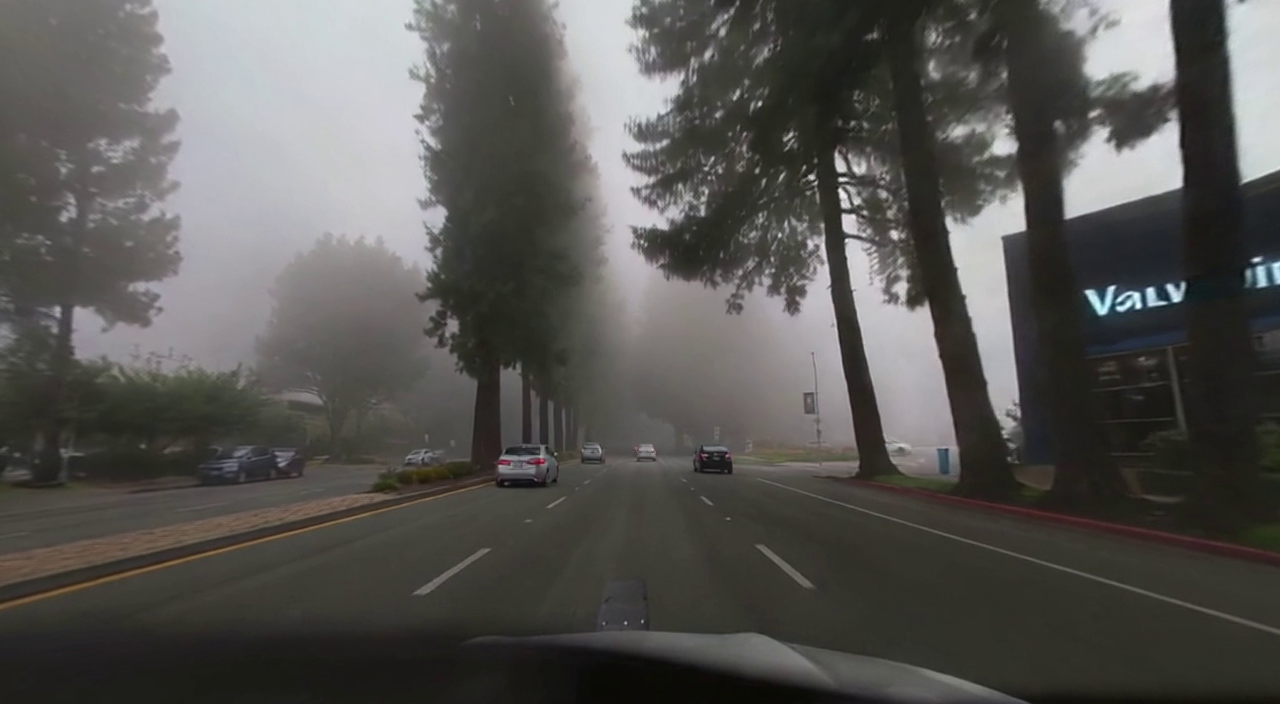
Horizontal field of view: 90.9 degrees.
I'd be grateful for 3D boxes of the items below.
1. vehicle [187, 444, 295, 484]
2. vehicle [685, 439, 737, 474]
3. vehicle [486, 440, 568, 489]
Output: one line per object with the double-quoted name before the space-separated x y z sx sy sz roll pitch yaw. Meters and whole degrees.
"vehicle" -22.802 6.398 36.432 2.235 2.061 5.936 0 -8 2
"vehicle" 3.333 4.980 30.261 1.922 1.579 3.642 0 -8 -2
"vehicle" -3.739 3.805 21.724 1.908 1.481 4.536 0 -8 1
